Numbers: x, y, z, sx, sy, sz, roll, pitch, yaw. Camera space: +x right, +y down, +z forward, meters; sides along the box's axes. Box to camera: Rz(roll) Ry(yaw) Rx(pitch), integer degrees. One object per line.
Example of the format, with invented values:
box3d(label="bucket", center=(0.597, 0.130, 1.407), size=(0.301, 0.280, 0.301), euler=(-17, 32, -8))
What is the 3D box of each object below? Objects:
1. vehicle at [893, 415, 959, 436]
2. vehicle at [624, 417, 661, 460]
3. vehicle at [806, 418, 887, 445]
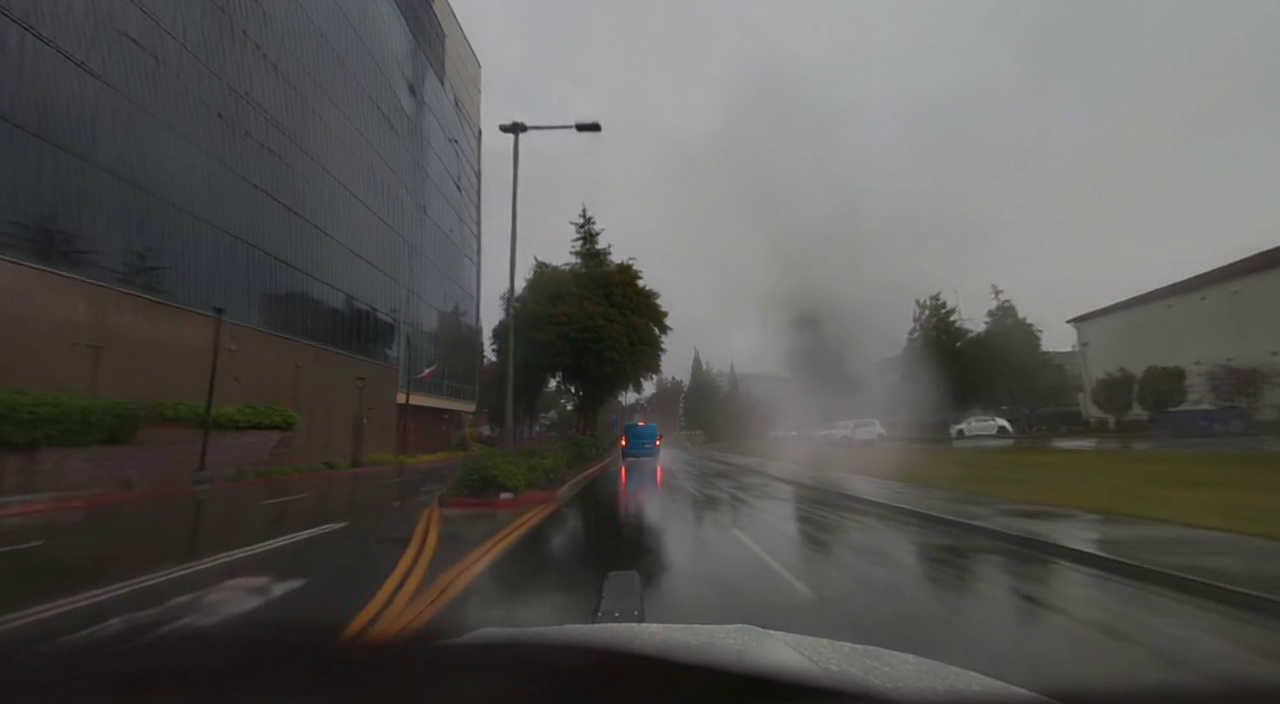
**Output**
box3d(label="vehicle", center=(22.579, 5.809, 49.857), size=(4.287, 1.575, 1.931), euler=(1, -8, 1))
box3d(label="vehicle", center=(0.108, 5.998, 43.759), size=(2.435, 2.816, 5.232), euler=(0, -8, -1))
box3d(label="vehicle", center=(12.434, 4.822, 38.136), size=(4.184, 1.578, 1.976), euler=(1, -8, -3))
